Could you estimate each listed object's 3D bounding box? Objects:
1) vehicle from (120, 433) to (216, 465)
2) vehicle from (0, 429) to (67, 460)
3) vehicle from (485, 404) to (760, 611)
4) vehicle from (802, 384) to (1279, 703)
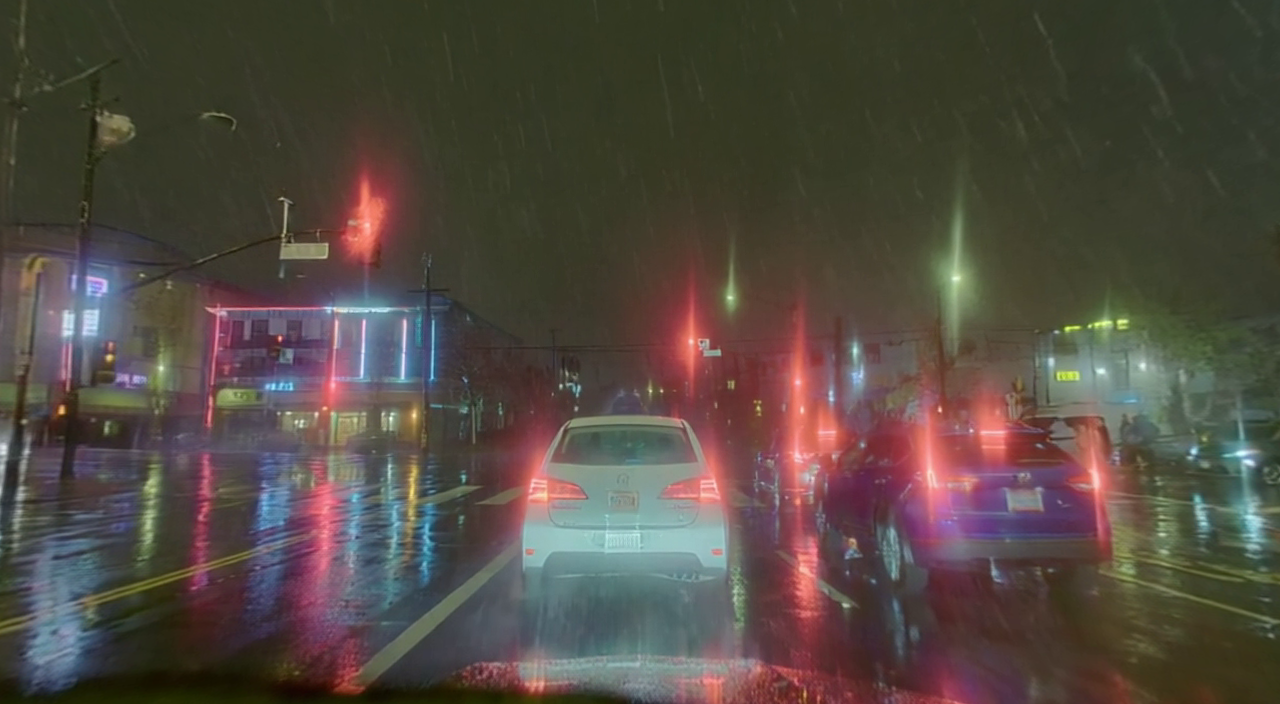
[{"bbox_3d":[-25.384,5.215,33.989,4.253,1.570,2.132,-4,-9,23],"label":"vehicle"},{"bbox_3d":[-34.556,5.178,35.390,4.164,1.652,2.087,-4,-9,26],"label":"vehicle"},{"bbox_3d":[-0.132,1.551,7.312,2.123,1.589,4.702,0,-8,0],"label":"vehicle"},{"bbox_3d":[3.033,1.311,5.465,1.983,1.654,4.354,0,-8,-2],"label":"vehicle"}]
